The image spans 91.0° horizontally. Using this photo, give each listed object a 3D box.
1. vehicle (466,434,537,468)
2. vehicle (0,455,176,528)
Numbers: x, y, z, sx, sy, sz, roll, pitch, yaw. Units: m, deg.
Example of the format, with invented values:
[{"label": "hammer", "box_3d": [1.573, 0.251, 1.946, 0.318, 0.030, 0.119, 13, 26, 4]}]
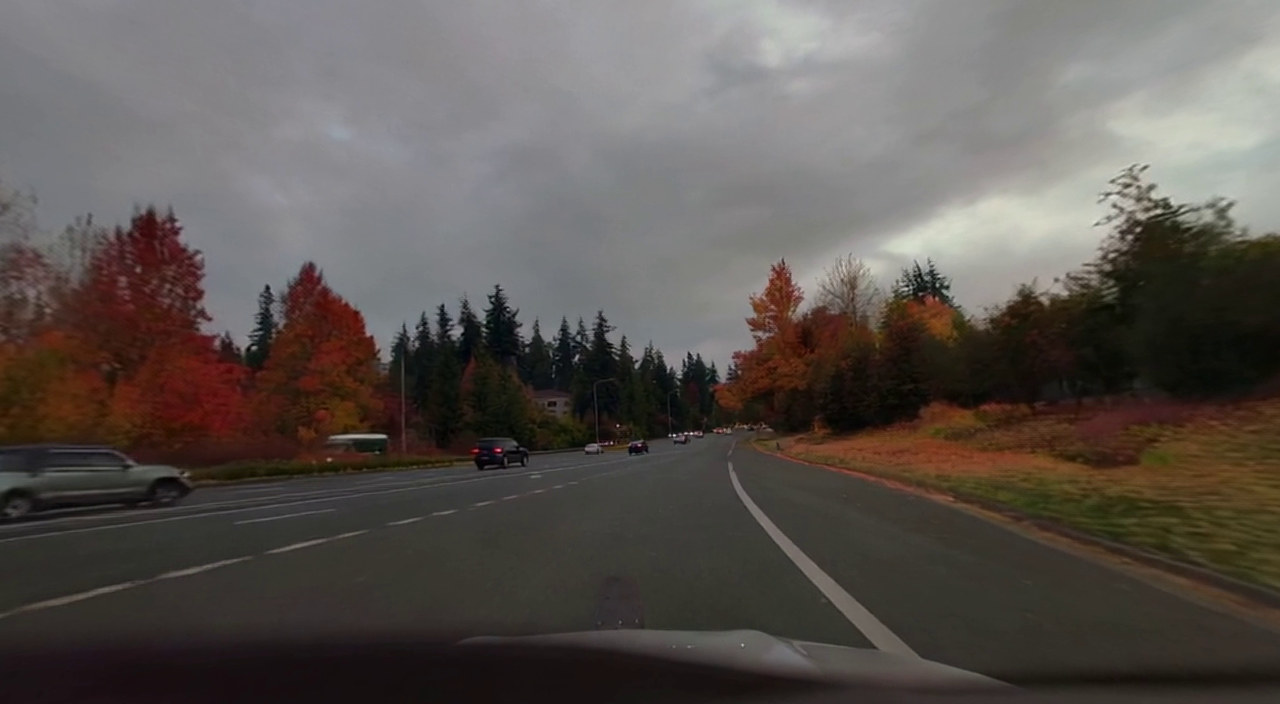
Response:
[{"label": "vehicle", "box_3d": [-8.752, 6.294, 40.338, 2.368, 2.012, 5.021, -2, -9, 14]}, {"label": "vehicle", "box_3d": [-14.418, 3.356, 15.689, 1.986, 1.500, 4.198, -2, -9, 14]}]
